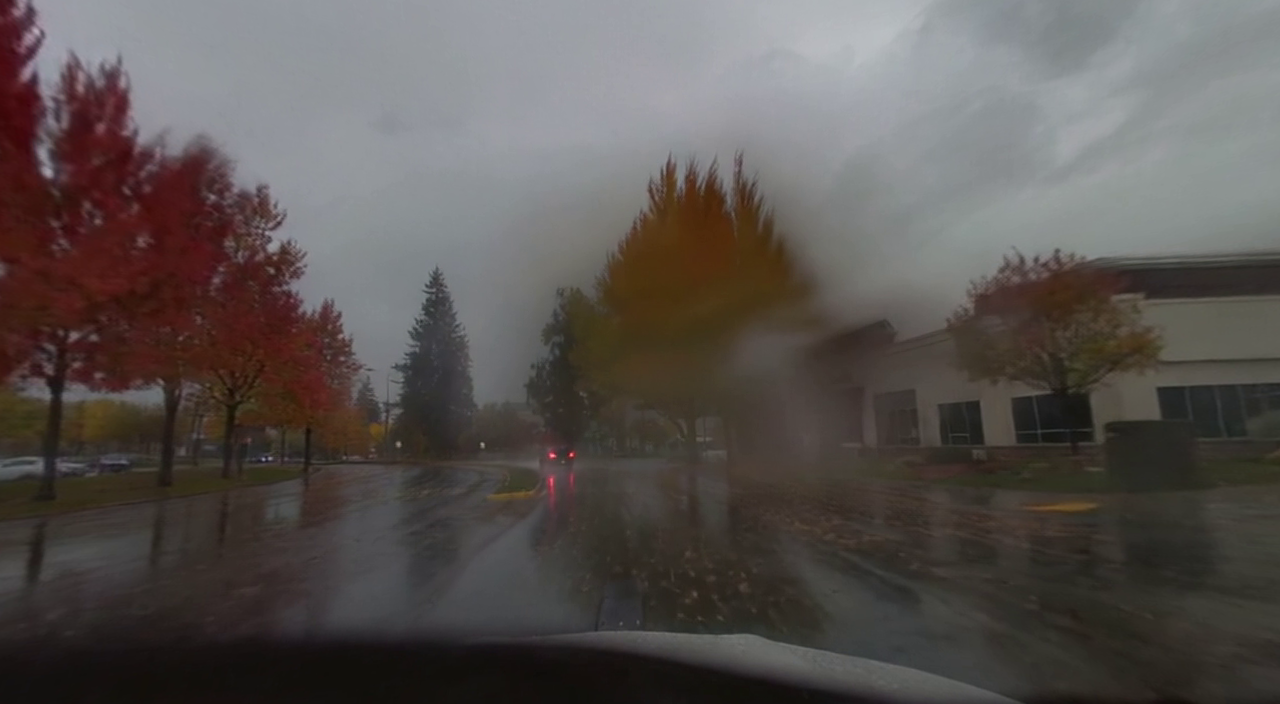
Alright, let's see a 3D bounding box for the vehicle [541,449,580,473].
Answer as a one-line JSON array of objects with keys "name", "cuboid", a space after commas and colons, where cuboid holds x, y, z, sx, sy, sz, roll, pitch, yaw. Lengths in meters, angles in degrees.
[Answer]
[{"name": "vehicle", "cuboid": [-5.447, 7.361, 42.689, 2.018, 1.512, 4.304, 3, -9, -16]}]
